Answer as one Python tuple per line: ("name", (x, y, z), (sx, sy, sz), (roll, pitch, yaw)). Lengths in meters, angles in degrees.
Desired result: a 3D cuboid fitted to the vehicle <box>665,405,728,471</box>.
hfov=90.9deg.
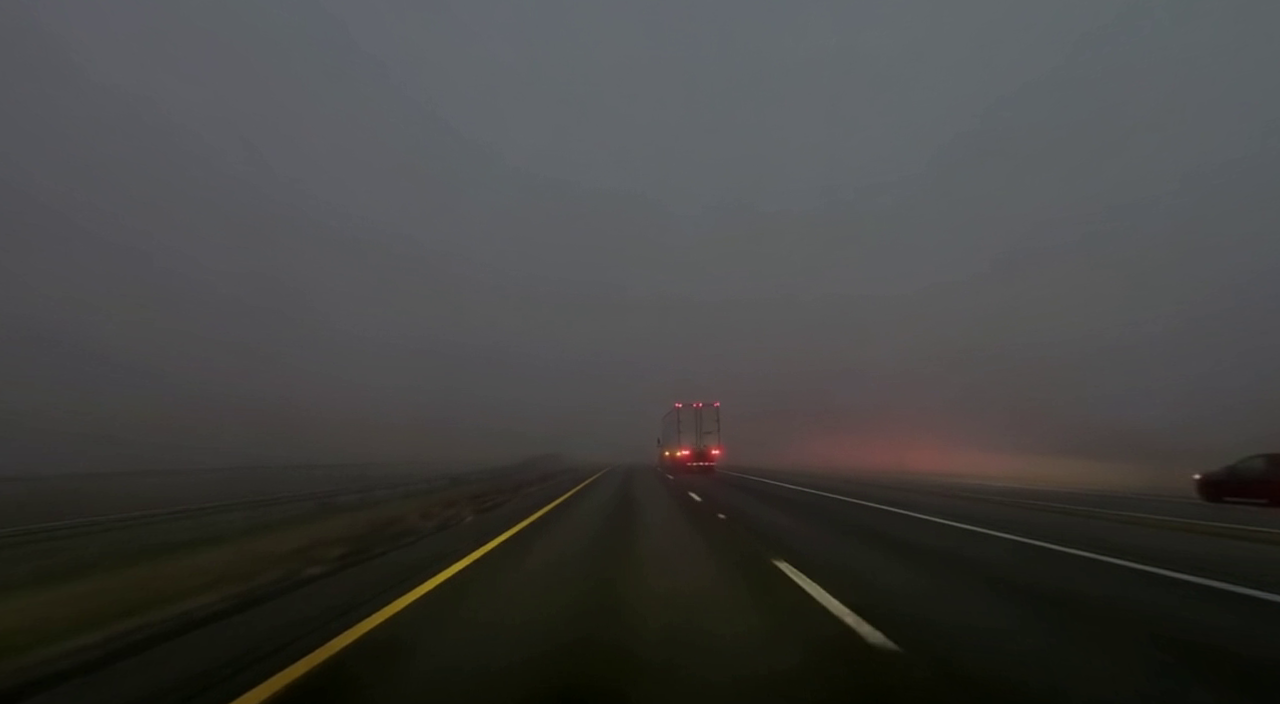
("vehicle", (3.709, 6.251, 45.049), (3.175, 4.103, 11.612), (0, -9, -1))
